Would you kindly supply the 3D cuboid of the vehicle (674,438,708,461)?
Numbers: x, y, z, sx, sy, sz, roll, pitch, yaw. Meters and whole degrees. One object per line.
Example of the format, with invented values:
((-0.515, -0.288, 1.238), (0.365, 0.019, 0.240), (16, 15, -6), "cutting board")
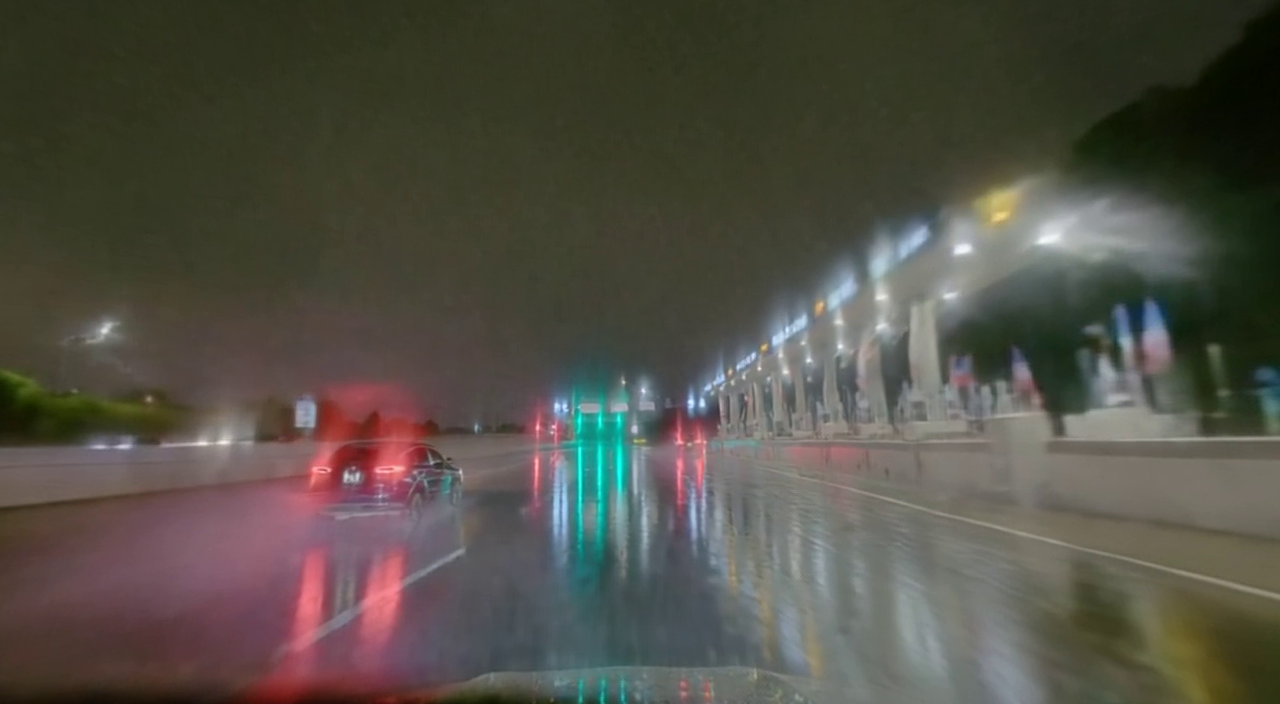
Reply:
((3.854, 7.506, 48.822), (2.072, 1.639, 4.919), (0, -8, -1), "vehicle")

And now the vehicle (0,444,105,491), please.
((-21.007, 3.757, 20.692), (1.966, 1.470, 4.933), (-7, -11, 39), "vehicle")

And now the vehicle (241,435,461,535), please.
((-4.951, 2.309, 11.656), (1.981, 1.465, 4.334), (0, -8, 0), "vehicle")

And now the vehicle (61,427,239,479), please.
((-21.327, 4.390, 27.759), (2.303, 2.005, 5.709), (-8, -11, 42), "vehicle")
